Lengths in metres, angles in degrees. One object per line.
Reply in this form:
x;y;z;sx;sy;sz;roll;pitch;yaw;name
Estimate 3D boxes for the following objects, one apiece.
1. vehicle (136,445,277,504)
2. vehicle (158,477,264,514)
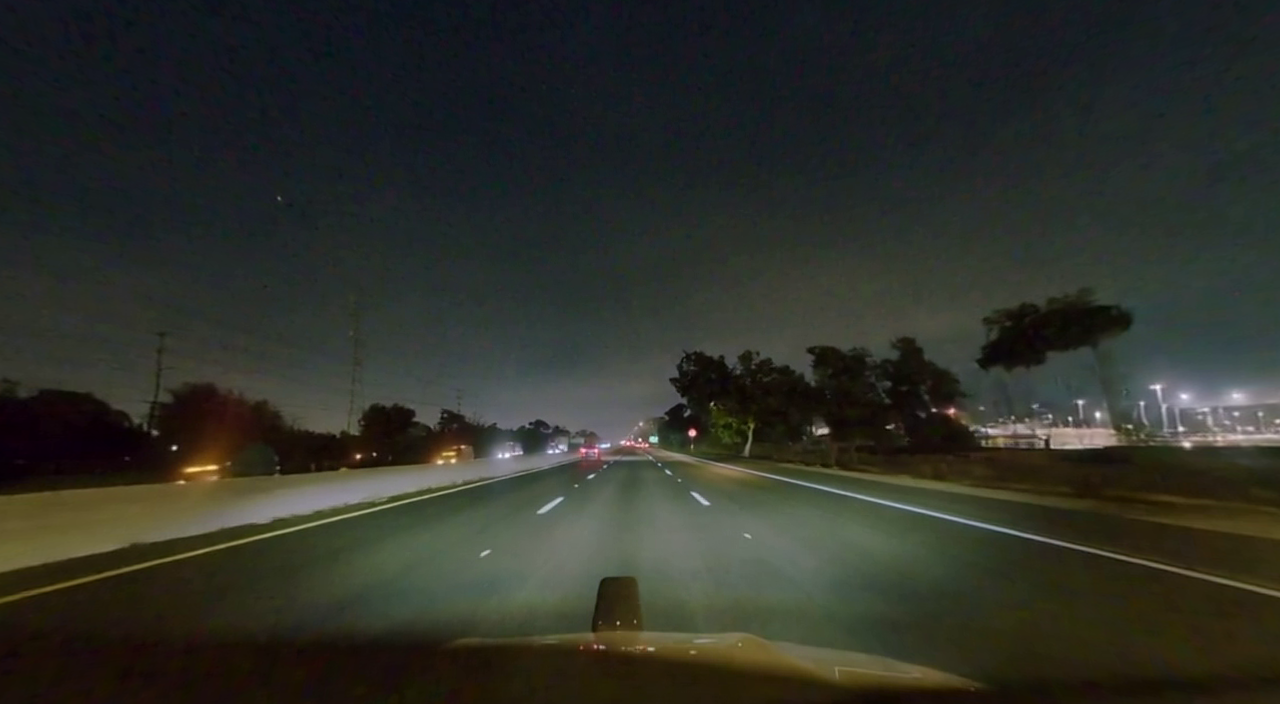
-33.290;9.325;49.490;2.996;3.694;11.637;-4;-7;0;vehicle
-24.582;8.222;36.551;2.230;1.685;5.700;0;-8;-1;vehicle
